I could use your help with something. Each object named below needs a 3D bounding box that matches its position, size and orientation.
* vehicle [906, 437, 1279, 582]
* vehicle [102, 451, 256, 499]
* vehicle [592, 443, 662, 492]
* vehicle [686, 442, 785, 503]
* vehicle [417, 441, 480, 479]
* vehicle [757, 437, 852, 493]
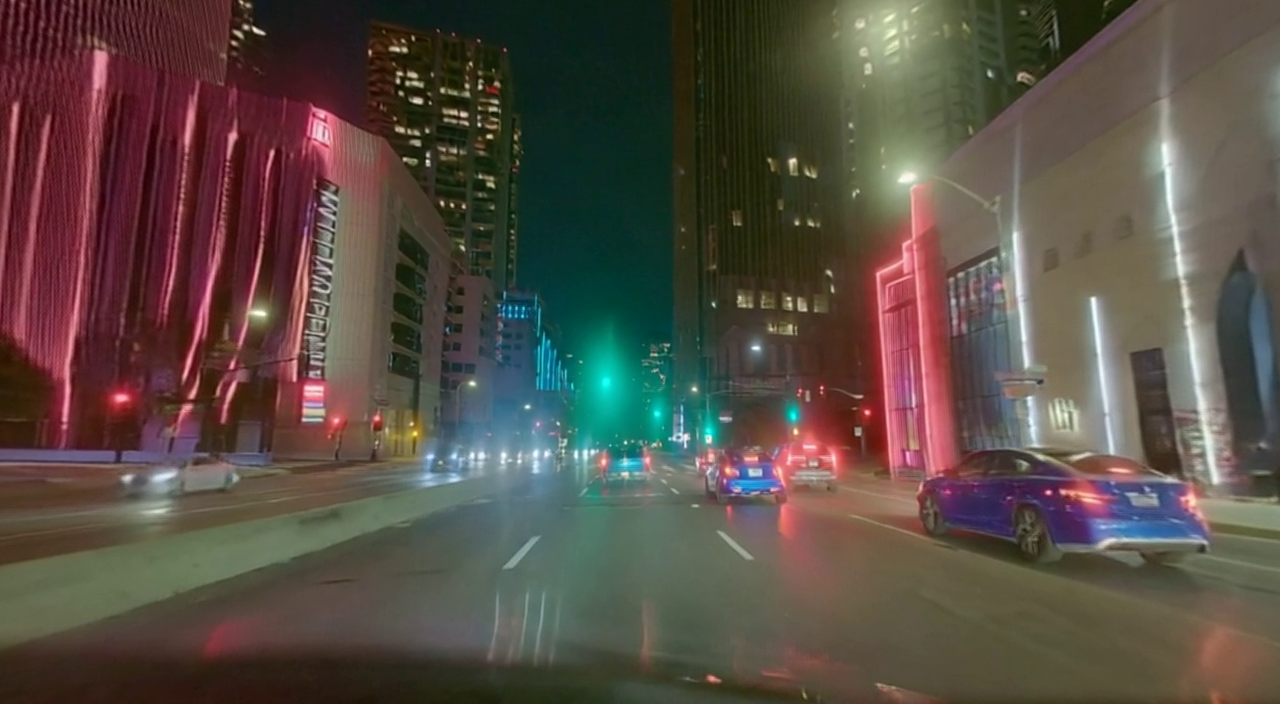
[{"bbox_3d":[5.798,1.988,8.949,1.914,1.484,4.639,0,-9,-2],"label":"vehicle"},{"bbox_3d":[-15.958,4.243,22.266,2.017,1.460,4.556,0,-9,-1],"label":"vehicle"},{"bbox_3d":[-0.441,3.806,21.163,2.096,1.457,4.160,0,-9,-2],"label":"vehicle"},{"bbox_3d":[2.526,3.313,17.873,1.987,1.484,4.427,0,-9,-2],"label":"vehicle"},{"bbox_3d":[-9.680,5.462,32.269,1.827,1.787,4.474,0,-9,-1],"label":"vehicle"},{"bbox_3d":[5.679,3.953,22.428,2.015,1.745,4.444,0,-9,-2],"label":"vehicle"}]
